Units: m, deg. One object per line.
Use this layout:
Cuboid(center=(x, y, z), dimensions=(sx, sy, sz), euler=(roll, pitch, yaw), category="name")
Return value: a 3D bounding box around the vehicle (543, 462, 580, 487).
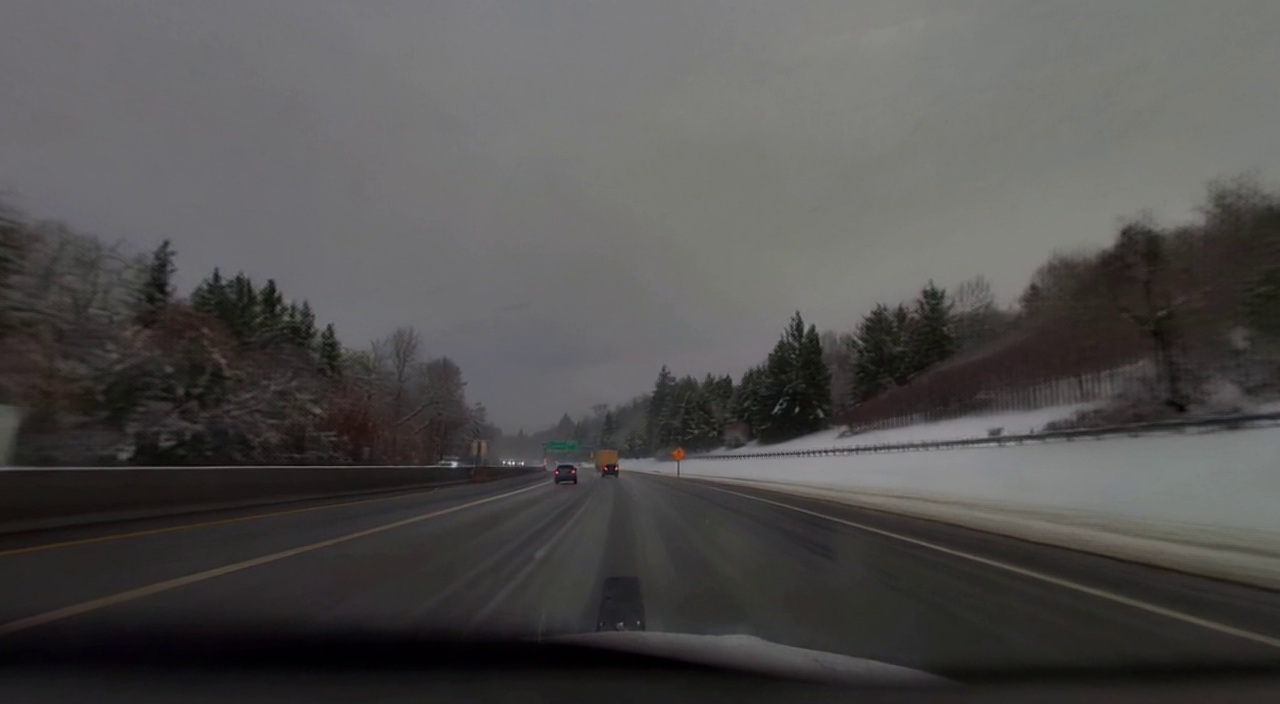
Cuboid(center=(-5.384, 8.489, 43.748), dimensions=(2.115, 1.546, 4.638), euler=(1, -10, -3), category="vehicle")
